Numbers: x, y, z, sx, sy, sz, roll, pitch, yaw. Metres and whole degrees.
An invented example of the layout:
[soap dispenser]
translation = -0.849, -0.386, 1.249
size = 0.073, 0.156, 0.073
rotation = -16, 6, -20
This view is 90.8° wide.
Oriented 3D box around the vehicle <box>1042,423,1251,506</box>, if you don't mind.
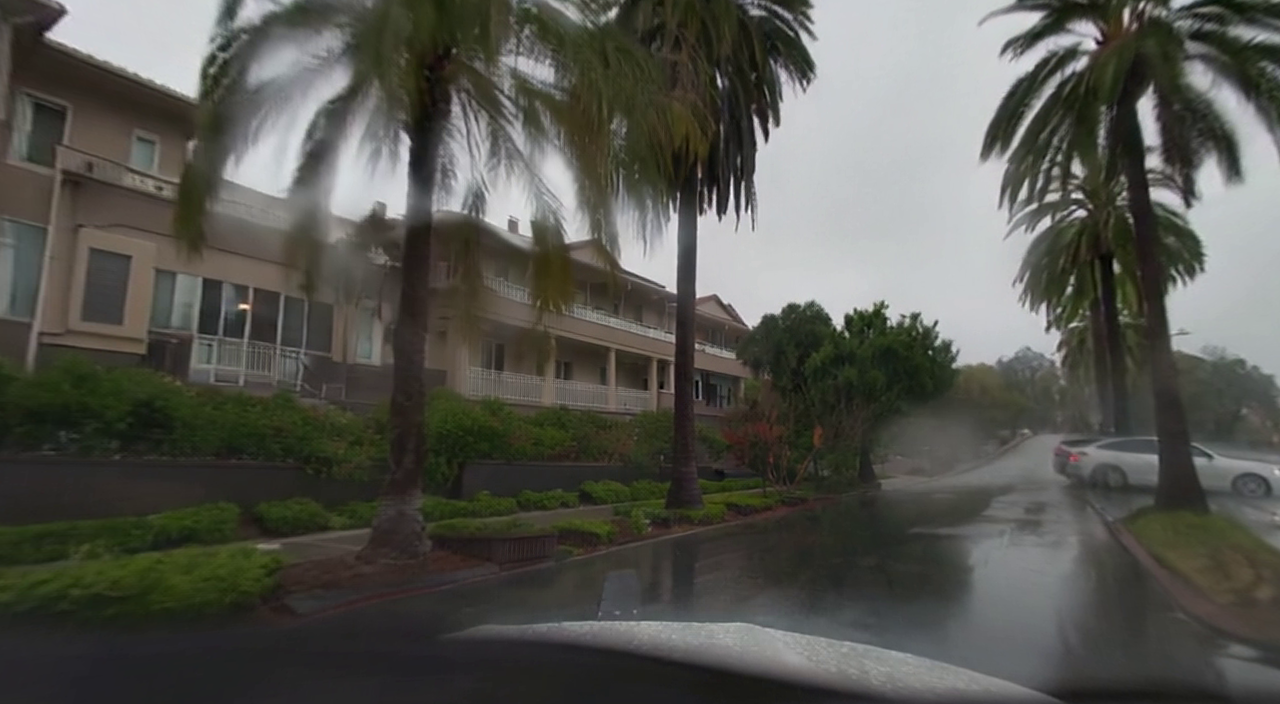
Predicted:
[vehicle]
translation = 18.844, 4.133, 24.065
size = 5.872, 2.468, 2.864
rotation = -1, -8, 33
